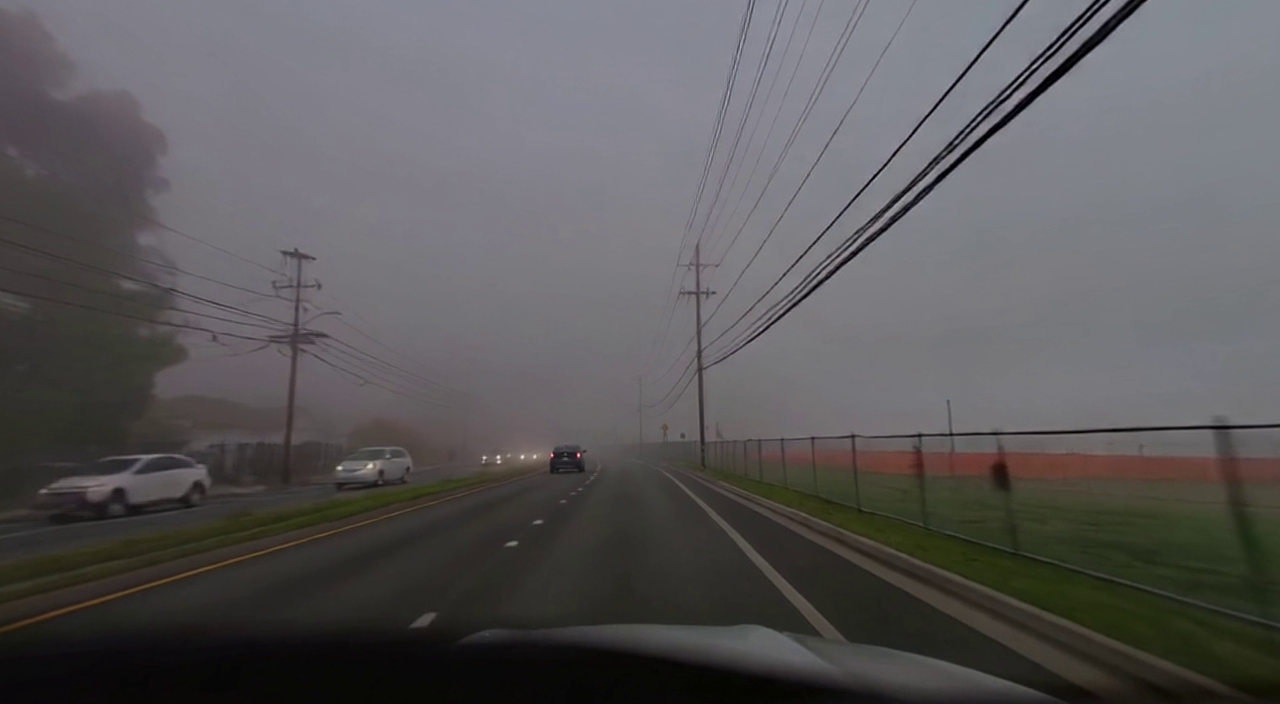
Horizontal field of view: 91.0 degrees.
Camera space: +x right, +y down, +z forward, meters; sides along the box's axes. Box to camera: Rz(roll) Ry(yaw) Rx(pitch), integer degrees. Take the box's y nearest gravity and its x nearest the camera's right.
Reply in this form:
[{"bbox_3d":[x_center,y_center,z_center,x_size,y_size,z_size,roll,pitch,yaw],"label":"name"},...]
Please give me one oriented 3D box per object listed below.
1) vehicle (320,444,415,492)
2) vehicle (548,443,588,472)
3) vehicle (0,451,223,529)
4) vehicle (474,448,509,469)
[{"bbox_3d":[-10.603,4.502,24.867,1.954,1.690,4.080,1,-9,-1],"label":"vehicle"},{"bbox_3d":[-4.123,6.106,36.692,1.992,1.515,4.289,1,-9,-2],"label":"vehicle"},{"bbox_3d":[-13.413,3.449,16.420,1.942,1.660,4.595,1,-9,-1],"label":"vehicle"},{"bbox_3d":[-11.492,8.236,48.954,1.911,1.508,4.448,2,-9,-4],"label":"vehicle"}]
